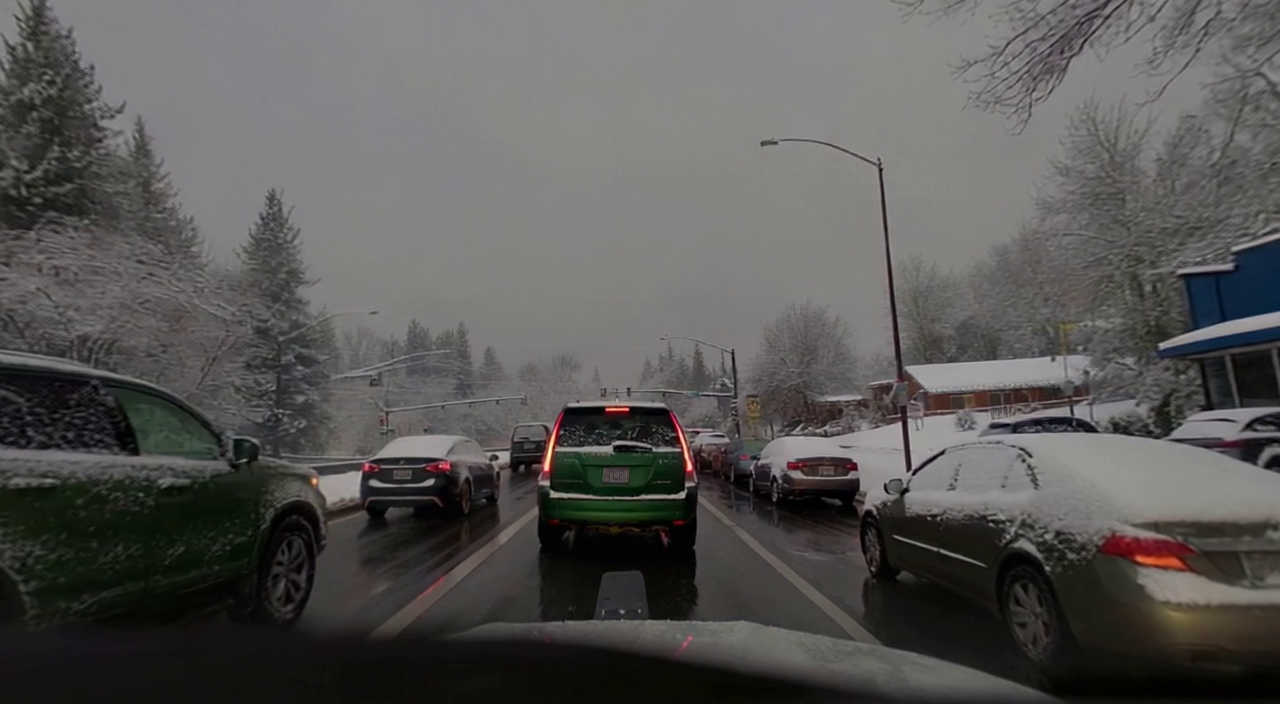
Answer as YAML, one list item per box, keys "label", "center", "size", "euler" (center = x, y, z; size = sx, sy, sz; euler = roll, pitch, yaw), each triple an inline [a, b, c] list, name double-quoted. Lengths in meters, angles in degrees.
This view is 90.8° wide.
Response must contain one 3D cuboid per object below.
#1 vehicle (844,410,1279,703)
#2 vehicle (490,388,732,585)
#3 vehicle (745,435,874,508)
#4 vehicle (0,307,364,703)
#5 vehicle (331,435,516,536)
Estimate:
- label: "vehicle"
  center: [3.376, 1.342, 5.139]
  size: [1.900, 1.477, 4.352]
  euler: [0, -9, -1]
- label: "vehicle"
  center: [-0.307, 1.562, 8.057]
  size: [2.238, 1.825, 4.190]
  euler: [0, -9, -1]
- label: "vehicle"
  center: [3.914, 2.824, 15.406]
  size: [1.875, 1.521, 4.192]
  euler: [0, -9, -2]
- label: "vehicle"
  center: [-3.598, 0.894, 3.335]
  size: [2.231, 1.853, 4.461]
  euler: [0, -9, 0]
- label: "vehicle"
  center: [-3.577, 2.269, 11.370]
  size: [1.849, 1.451, 4.218]
  euler: [0, -9, 0]
